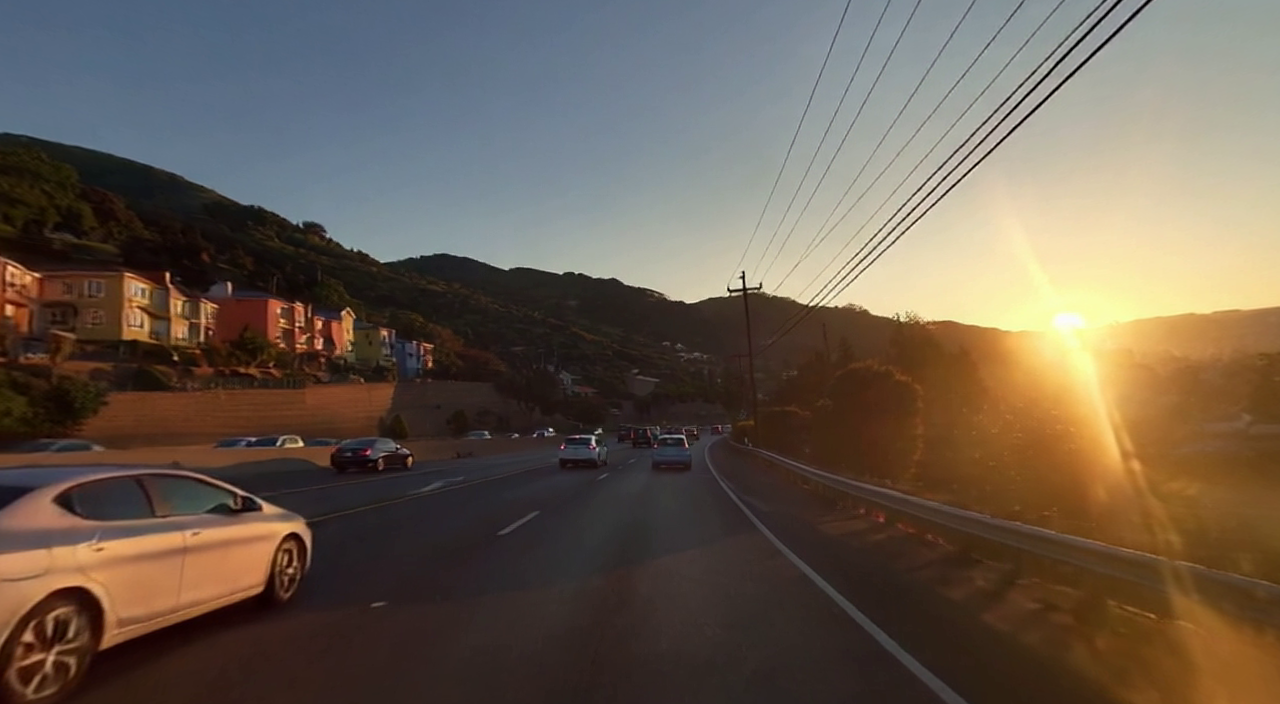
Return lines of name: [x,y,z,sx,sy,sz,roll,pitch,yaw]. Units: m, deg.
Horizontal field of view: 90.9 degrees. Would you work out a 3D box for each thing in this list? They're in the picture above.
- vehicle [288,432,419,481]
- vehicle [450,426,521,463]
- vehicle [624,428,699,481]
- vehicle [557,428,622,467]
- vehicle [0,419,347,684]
vehicle: [-9.567,3.541,21.551,1.959,1.469,4.450,-1,-9,8]
vehicle: [-8.173,4.952,33.850,2.080,1.833,4.461,-2,-9,9]
vehicle: [0.741,3.187,19.795,2.109,1.495,3.935,-1,-8,4]
vehicle: [-2.195,4.381,28.918,2.121,1.639,4.383,-1,-9,7]
vehicle: [-4.523,1.342,5.002,1.956,1.478,4.789,-1,-8,2]
